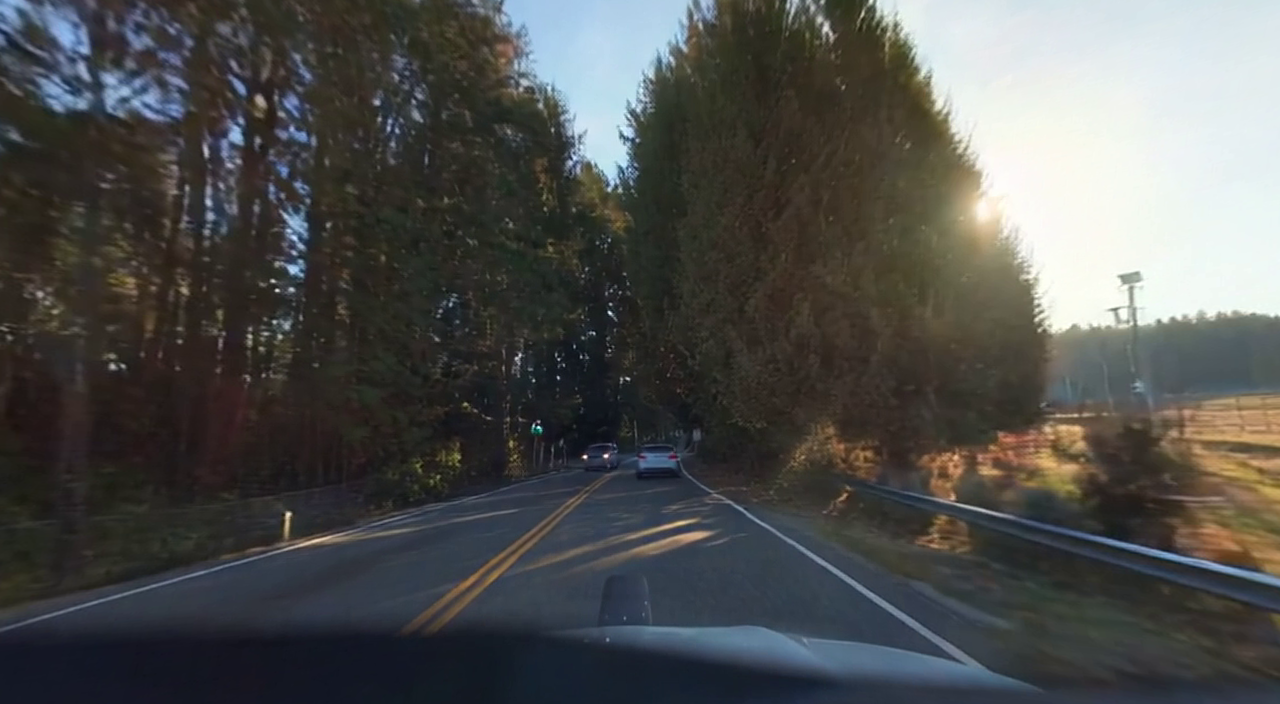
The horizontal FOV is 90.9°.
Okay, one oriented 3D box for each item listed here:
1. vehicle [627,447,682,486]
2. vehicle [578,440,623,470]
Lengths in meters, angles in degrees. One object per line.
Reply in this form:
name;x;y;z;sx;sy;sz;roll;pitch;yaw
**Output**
vehicle;0.659;5.085;28.423;2.274;1.583;4.349;0;-8;1
vehicle;-2.675;7.112;43.715;2.477;1.958;4.753;-1;-8;4
